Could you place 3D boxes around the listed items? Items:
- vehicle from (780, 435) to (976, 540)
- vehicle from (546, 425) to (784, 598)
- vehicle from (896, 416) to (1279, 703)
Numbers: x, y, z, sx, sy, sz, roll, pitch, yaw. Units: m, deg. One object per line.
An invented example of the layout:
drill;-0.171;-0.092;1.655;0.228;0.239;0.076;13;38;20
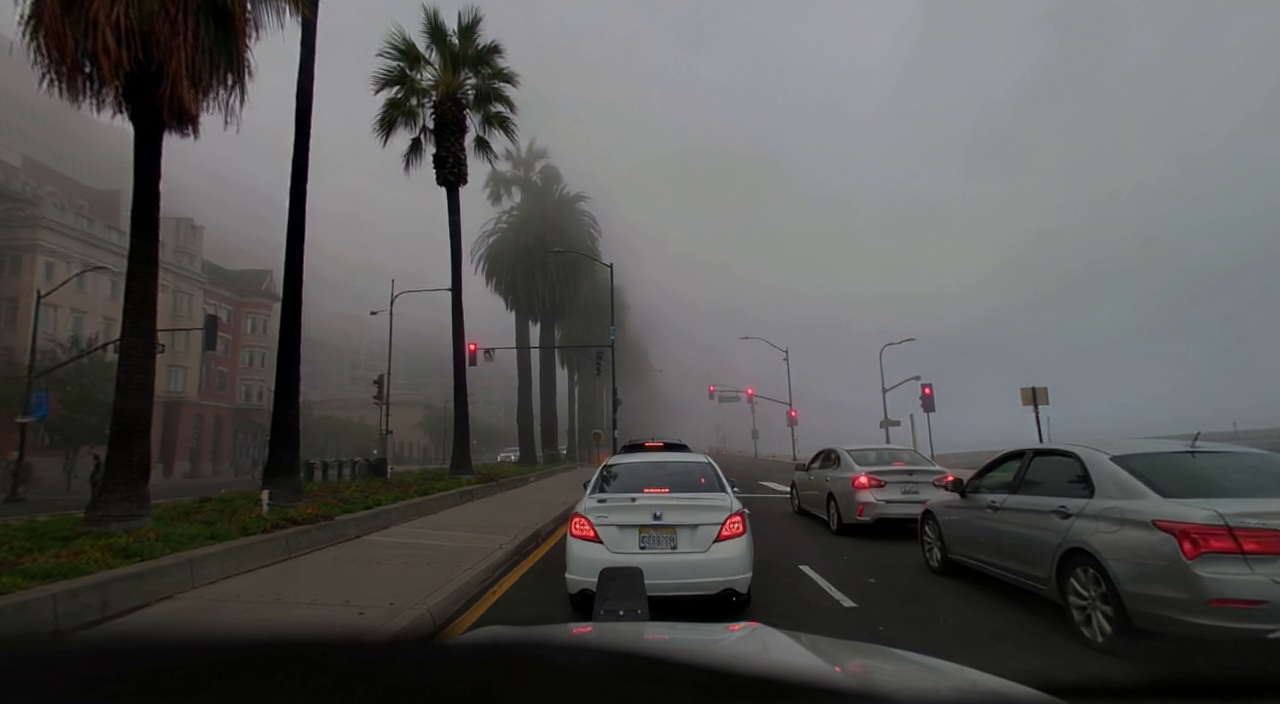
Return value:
vehicle;3.903;2.282;11.308;1.920;1.490;4.417;-1;-9;2
vehicle;0.249;1.694;7.473;2.093;1.503;3.681;0;-9;1
vehicle;3.929;1.358;5.083;1.913;1.469;4.425;0;-9;1
